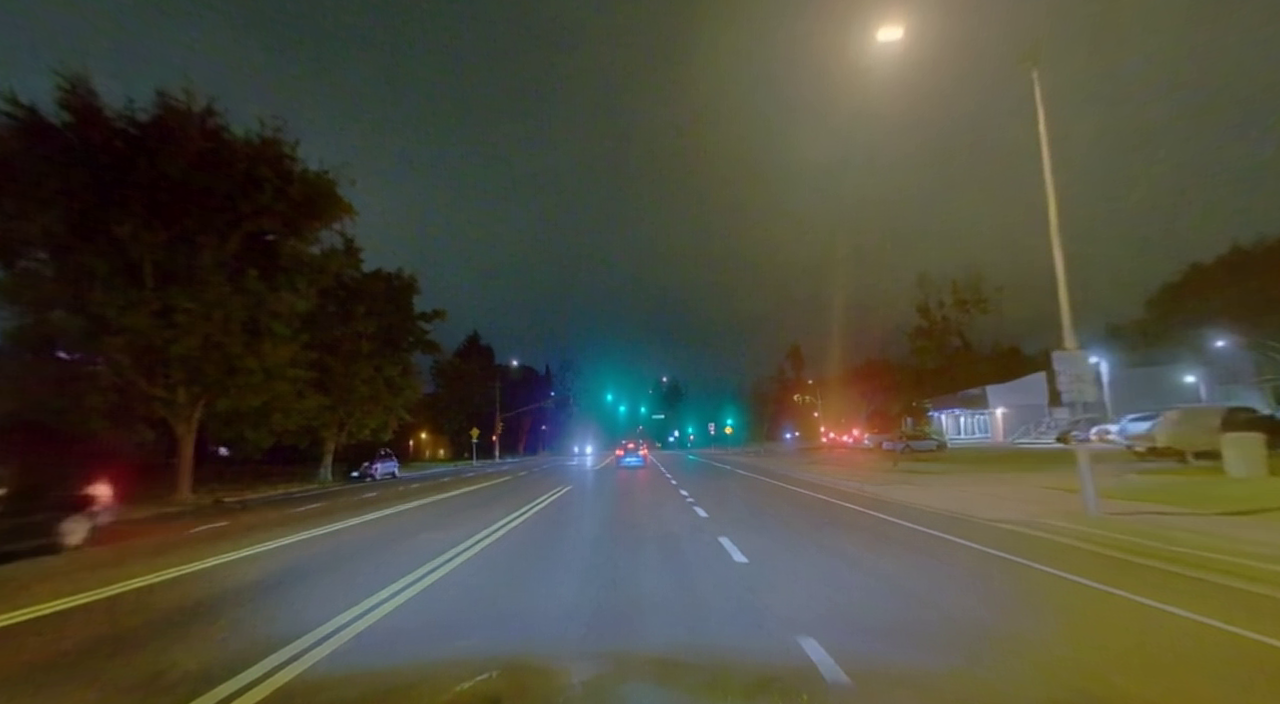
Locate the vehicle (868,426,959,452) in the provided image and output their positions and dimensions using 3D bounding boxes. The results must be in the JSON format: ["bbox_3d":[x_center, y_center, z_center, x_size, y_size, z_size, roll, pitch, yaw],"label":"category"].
[{"bbox_3d":[16.638,5.341,38.587,4.658,1.495,1.978,0,-9,-2],"label":"vehicle"}]

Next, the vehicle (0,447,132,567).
[{"bbox_3d":[-9.785,2.151,8.765,1.945,1.629,4.197,0,-9,0],"label":"vehicle"}]

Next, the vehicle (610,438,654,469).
[{"bbox_3d":[-0.420,5.214,32.638,2.104,1.462,3.991,0,-9,-1],"label":"vehicle"}]

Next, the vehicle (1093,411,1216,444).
[{"bbox_3d":[27.490,4.072,33.857,4.736,1.646,2.037,0,-9,0],"label":"vehicle"}]

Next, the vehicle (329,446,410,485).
[{"bbox_3d":[-13.078,5.488,30.899,1.957,1.754,4.393,0,-9,1],"label":"vehicle"}]
